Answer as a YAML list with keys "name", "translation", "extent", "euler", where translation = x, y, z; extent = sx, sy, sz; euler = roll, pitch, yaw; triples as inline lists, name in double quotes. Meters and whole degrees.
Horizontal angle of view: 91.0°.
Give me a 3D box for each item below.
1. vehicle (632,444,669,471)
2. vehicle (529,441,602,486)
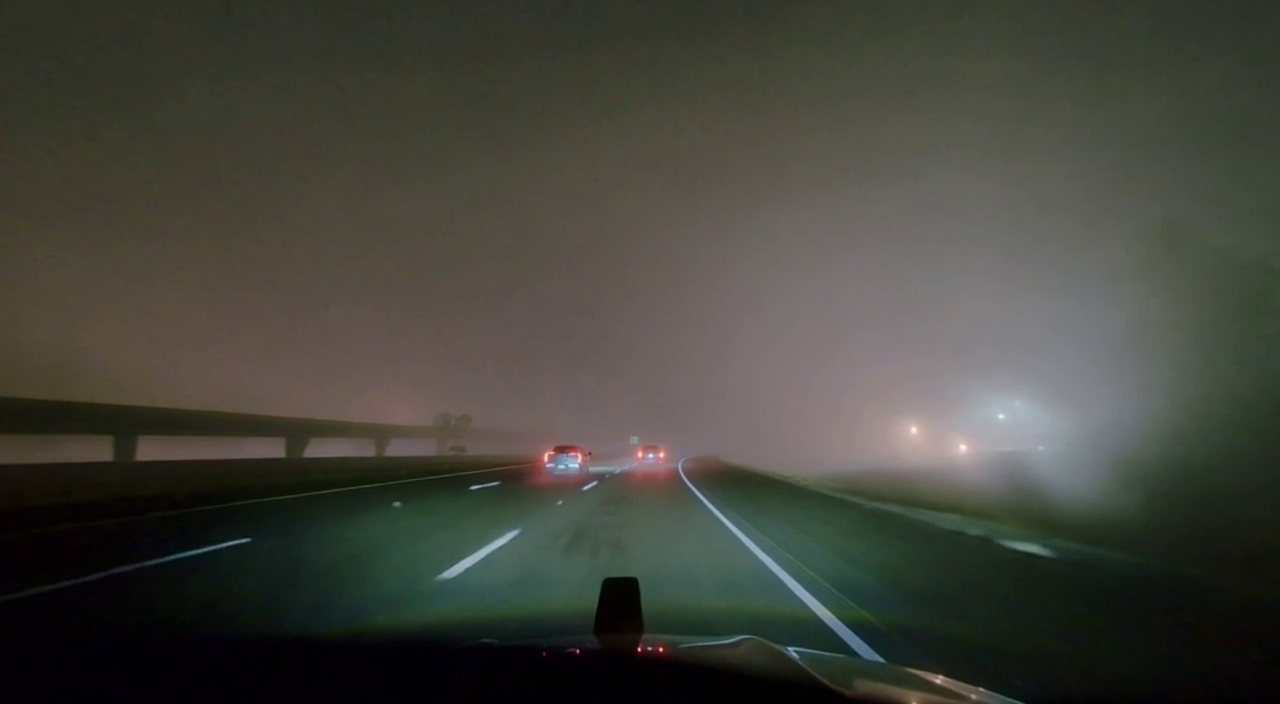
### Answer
- name: "vehicle"
  translation: [0.646, 6.390, 38.191]
  extent: [2.129, 1.502, 4.321]
  euler: [0, -9, 1]
- name: "vehicle"
  translation: [-2.738, 4.263, 24.316]
  extent: [2.129, 1.563, 4.387]
  euler: [0, -9, 2]
